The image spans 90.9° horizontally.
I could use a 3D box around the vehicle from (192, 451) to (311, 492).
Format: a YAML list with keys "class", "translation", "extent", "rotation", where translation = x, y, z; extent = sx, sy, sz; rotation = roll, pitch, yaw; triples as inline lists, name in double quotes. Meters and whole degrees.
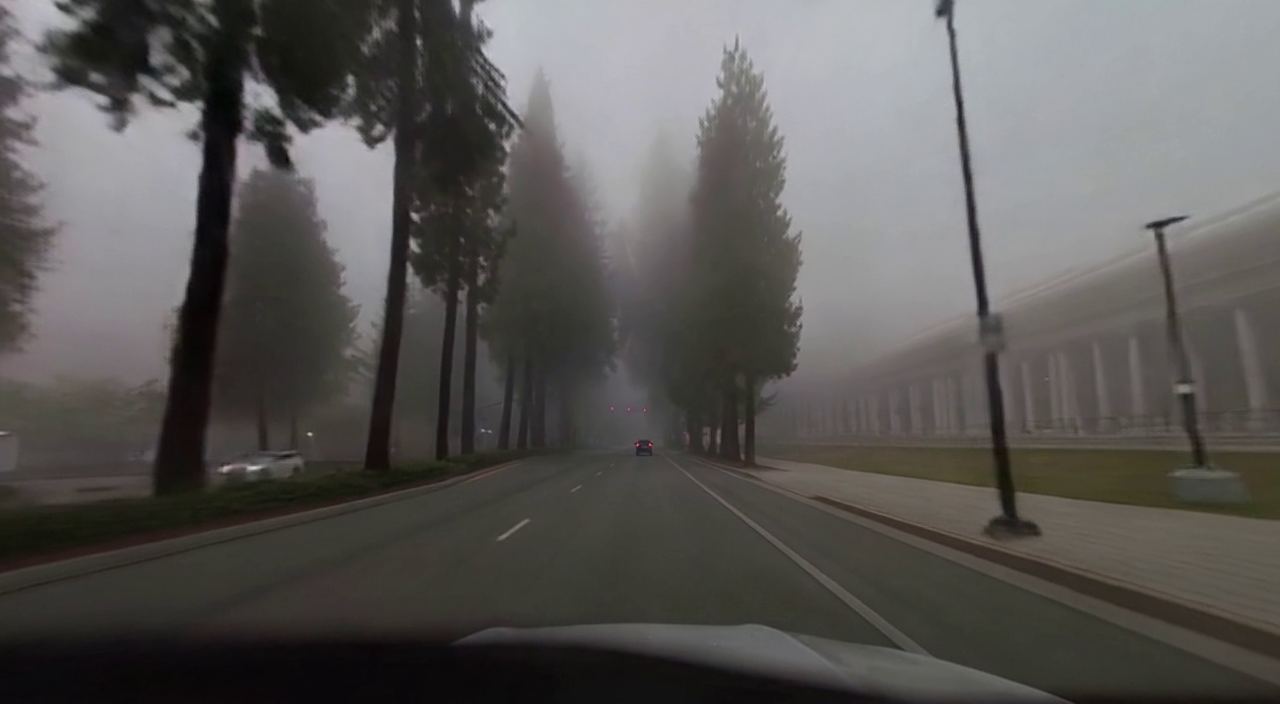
- class: "vehicle"
  translation: [-16.117, 4.947, 26.521]
  extent: [1.872, 1.490, 4.810]
  rotation: [0, -9, 1]
